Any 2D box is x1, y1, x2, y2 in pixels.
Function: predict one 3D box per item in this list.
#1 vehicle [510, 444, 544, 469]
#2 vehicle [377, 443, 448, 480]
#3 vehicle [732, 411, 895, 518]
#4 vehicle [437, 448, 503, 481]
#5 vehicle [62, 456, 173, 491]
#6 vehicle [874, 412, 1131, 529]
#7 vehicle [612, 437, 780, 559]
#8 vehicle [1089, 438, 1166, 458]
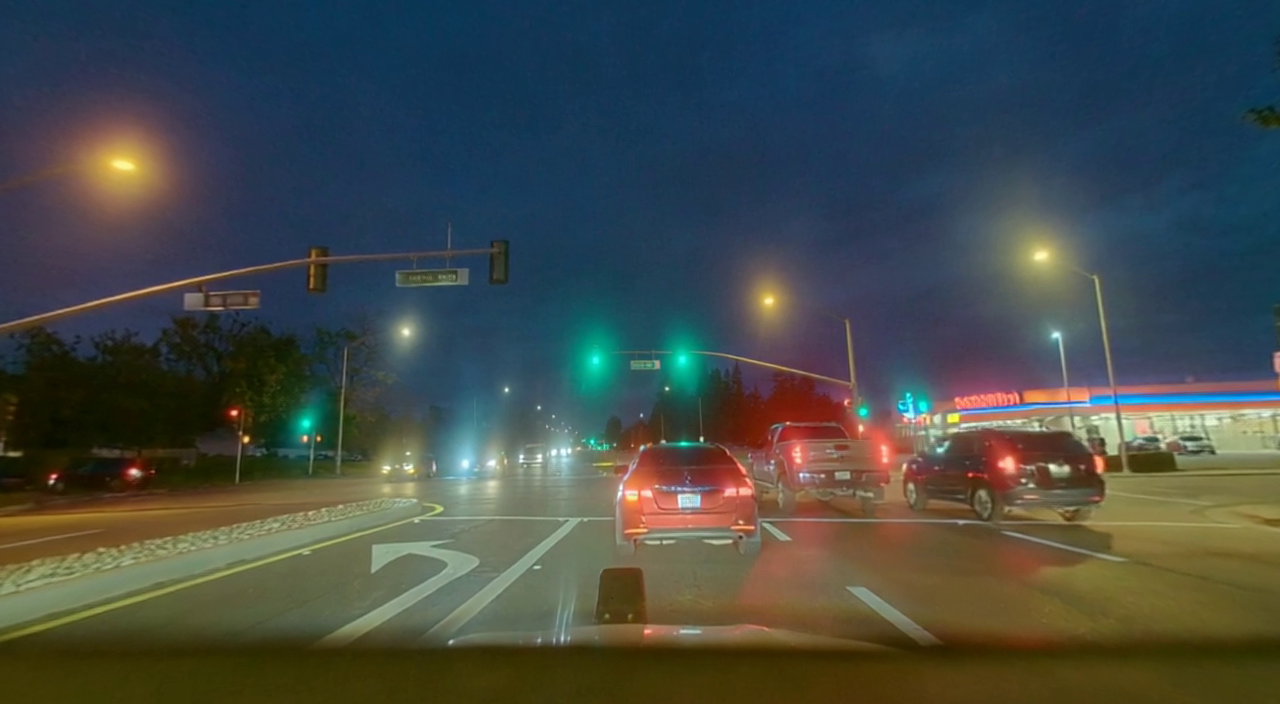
[{"bbox_3d":[-8.491,7.828,47.653,1.904,1.789,4.021,0,-8,-1],"label":"vehicle"},{"bbox_3d":[-12.066,5.816,33.793,1.991,1.844,4.393,0,-8,2],"label":"vehicle"},{"bbox_3d":[3.854,2.626,15.290,2.358,2.116,5.328,0,-8,-1],"label":"vehicle"},{"bbox_3d":[-8.185,5.438,30.788,2.002,1.469,4.301,0,-8,0],"label":"vehicle"},{"bbox_3d":[-29.064,6.734,35.148,4.789,1.828,2.025,-2,-8,11],"label":"vehicle"},{"bbox_3d":[7.287,2.445,13.650,2.323,2.009,5.266,0,-8,-1],"label":"vehicle"},{"bbox_3d":[0.610,2.053,9.607,2.038,1.447,3.756,0,-8,-2],"label":"vehicle"},{"bbox_3d":[36.333,7.181,47.074,4.230,1.449,1.782,0,-8,2],"label":"vehicle"}]
